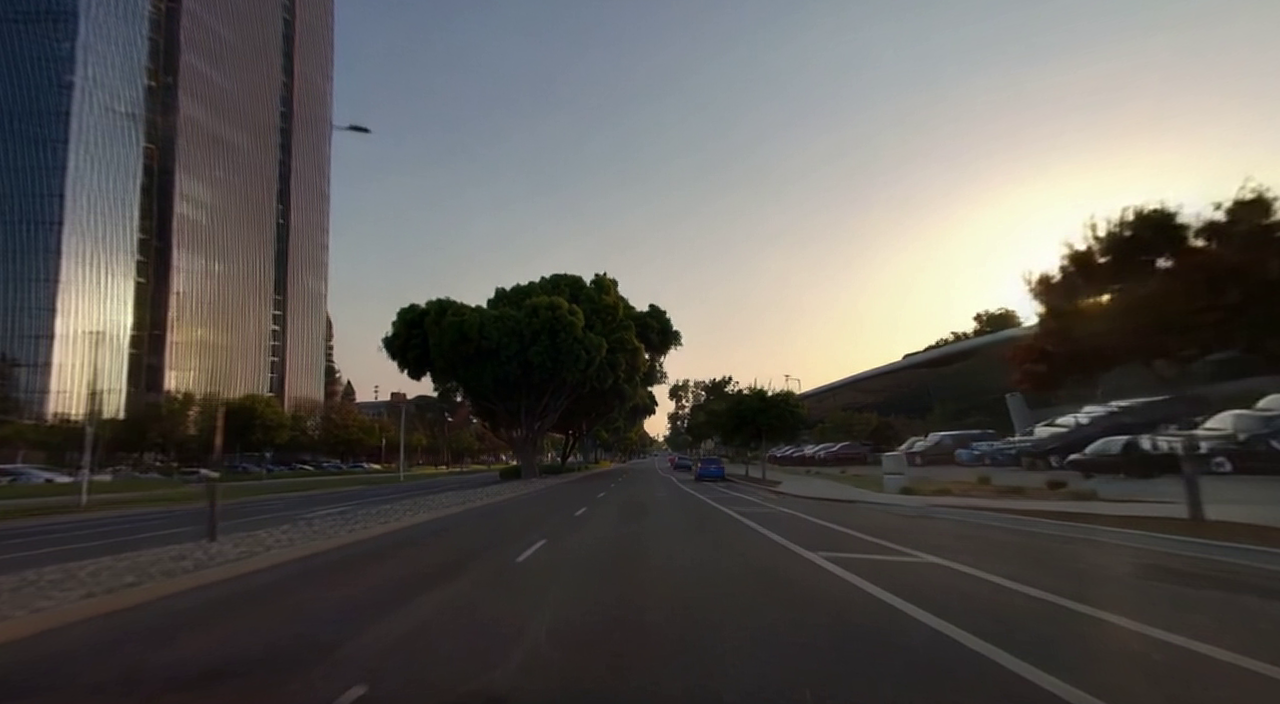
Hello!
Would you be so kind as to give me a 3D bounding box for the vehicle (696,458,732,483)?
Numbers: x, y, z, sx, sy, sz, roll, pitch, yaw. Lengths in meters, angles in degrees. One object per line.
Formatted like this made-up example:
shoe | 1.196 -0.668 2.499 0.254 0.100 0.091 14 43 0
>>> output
vehicle | 4.959 7.982 42.819 1.909 1.503 4.368 0 -8 0
